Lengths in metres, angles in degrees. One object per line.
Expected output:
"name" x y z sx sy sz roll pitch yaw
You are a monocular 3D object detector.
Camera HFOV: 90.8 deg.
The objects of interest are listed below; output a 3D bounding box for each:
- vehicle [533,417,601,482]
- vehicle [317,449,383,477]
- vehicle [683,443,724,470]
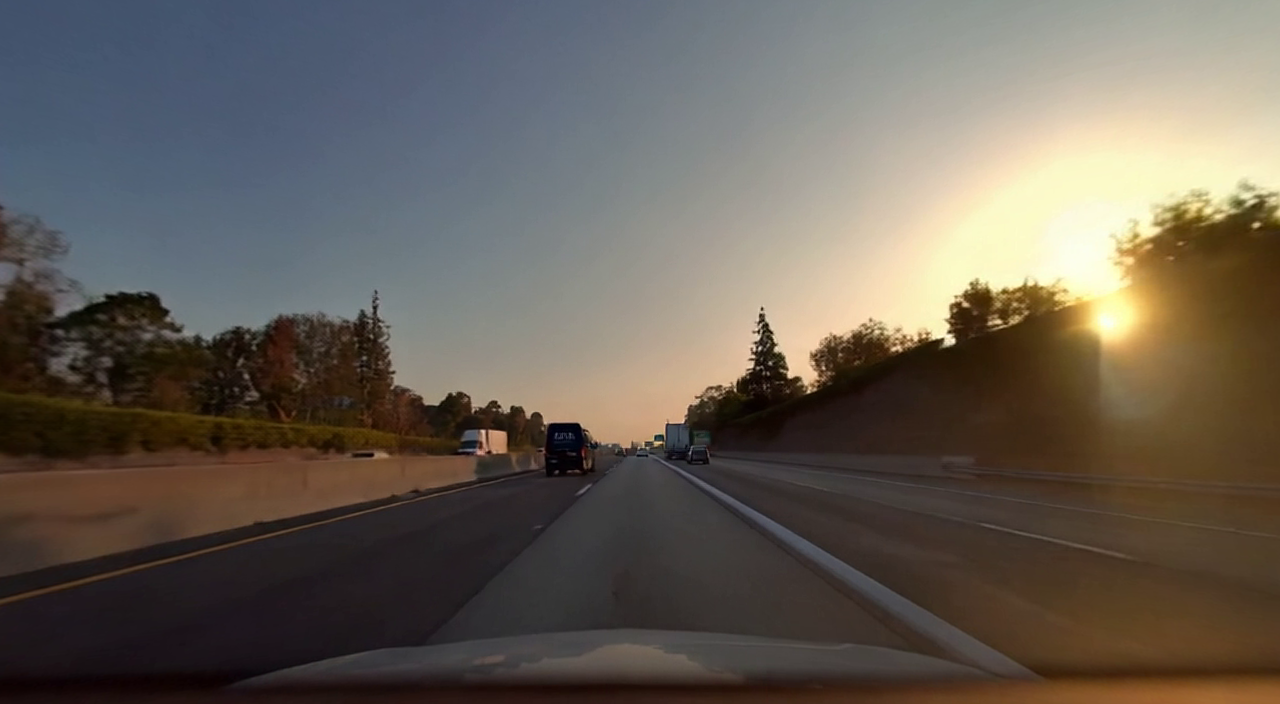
"vehicle" -3.199 4.537 29.464 2.380 2.648 6.879 0 -9 0
"vehicle" -16.283 6.235 35.617 1.745 1.456 4.110 0 -9 0
"vehicle" 4.065 6.757 41.040 2.066 1.638 4.158 0 -9 -2
